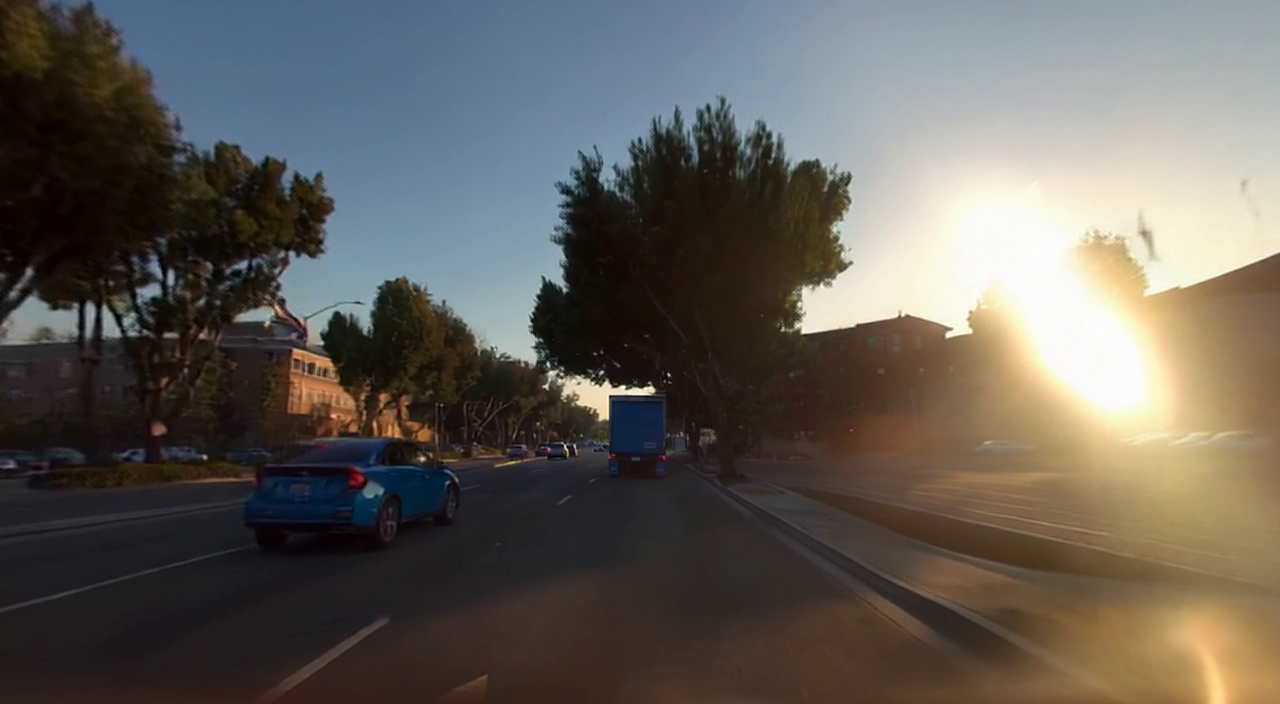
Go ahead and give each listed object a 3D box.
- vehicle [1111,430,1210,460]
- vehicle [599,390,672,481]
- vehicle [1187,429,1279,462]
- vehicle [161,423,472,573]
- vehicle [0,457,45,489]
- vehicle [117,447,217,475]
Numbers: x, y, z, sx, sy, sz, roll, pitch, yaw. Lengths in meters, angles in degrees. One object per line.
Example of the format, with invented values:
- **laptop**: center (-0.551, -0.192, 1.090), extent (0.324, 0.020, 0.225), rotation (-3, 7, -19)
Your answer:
- **vehicle**: center (25.773, 4.631, 31.153), extent (3.503, 1.419, 1.646), rotation (1, -8, -4)
- **vehicle**: center (-0.112, 4.001, 29.664), extent (2.905, 3.644, 8.807), rotation (0, -9, 1)
- **vehicle**: center (27.341, 4.258, 28.591), extent (3.341, 1.387, 1.619), rotation (-1, -8, -3)
- **vehicle**: center (-4.056, 1.893, 8.960), extent (2.078, 1.597, 4.355), rotation (0, -9, 0)
- **vehicle**: center (-33.391, 6.314, 32.947), extent (4.394, 1.478, 2.084), rotation (-6, -10, 34)
- **vehicle**: center (-35.848, 8.248, 47.696), extent (5.845, 1.983, 2.215), rotation (-1, -8, 2)
